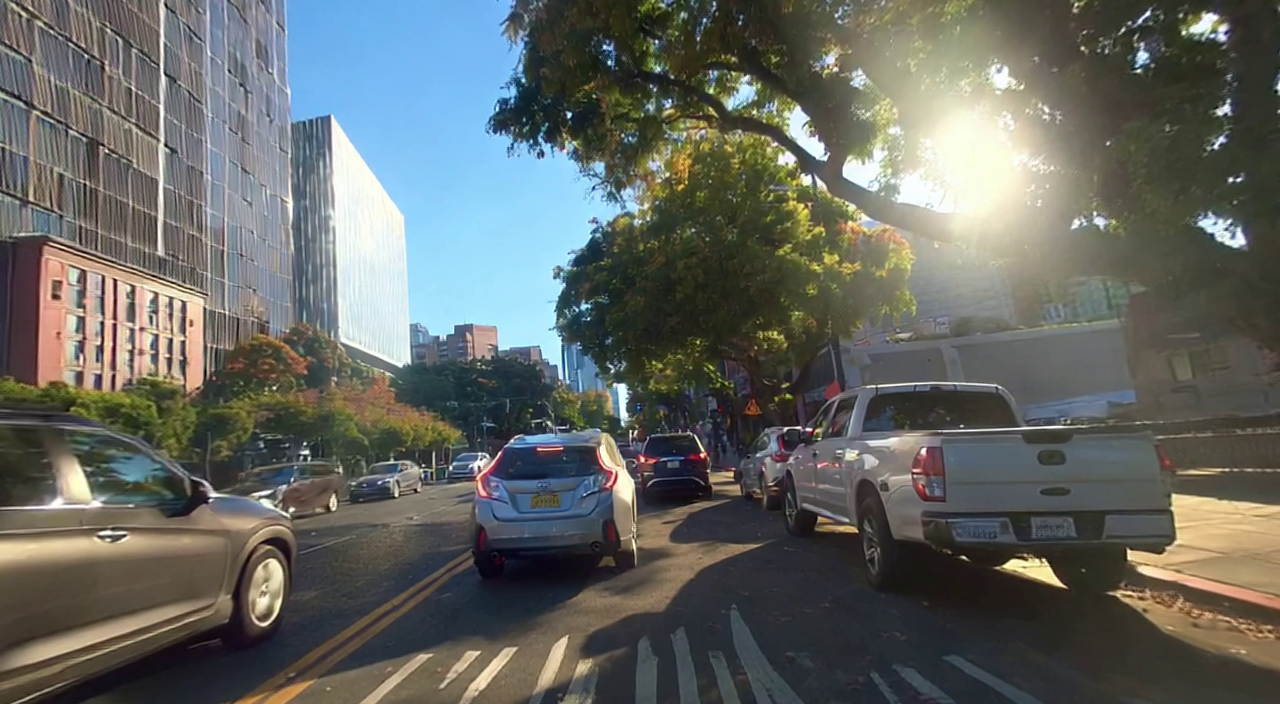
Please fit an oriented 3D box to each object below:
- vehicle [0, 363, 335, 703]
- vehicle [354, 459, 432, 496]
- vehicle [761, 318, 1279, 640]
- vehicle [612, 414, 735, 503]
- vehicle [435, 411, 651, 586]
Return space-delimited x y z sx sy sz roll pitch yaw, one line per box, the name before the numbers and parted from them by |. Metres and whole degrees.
vehicle | -3.791 1.063 3.368 2.000 1.818 4.668 0 -8 0
vehicle | -12.306 6.257 31.819 2.071 1.505 4.479 -2 -8 1
vehicle | 3.004 1.179 6.763 2.225 2.070 5.264 0 -8 -1
vehicle | 1.075 2.753 16.689 2.352 1.953 4.798 -2 -9 14
vehicle | -0.922 1.714 8.160 2.076 1.667 3.948 0 -8 0
